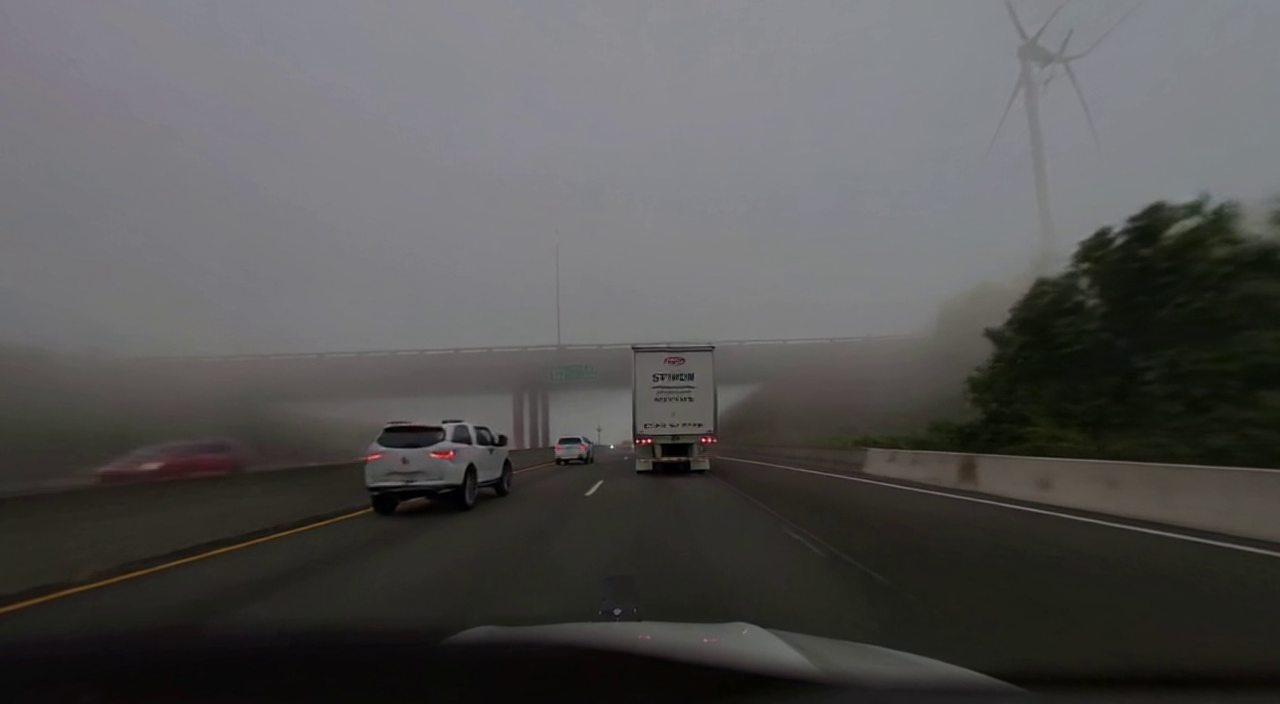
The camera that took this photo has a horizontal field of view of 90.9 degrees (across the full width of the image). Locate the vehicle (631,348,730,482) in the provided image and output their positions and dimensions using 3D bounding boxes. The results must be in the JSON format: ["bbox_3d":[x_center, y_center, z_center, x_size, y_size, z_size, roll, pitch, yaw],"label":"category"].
[{"bbox_3d":[1.313,2.702,25.149,2.906,3.990,12.551,0,-8,1],"label":"vehicle"}]

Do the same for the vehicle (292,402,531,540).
[{"bbox_3d":[-3.439,1.888,10.719,2.283,1.814,4.568,0,-8,1],"label":"vehicle"}]

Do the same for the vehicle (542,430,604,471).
[{"bbox_3d":[-2.915,4.395,28.587,2.167,1.686,4.946,0,-8,2],"label":"vehicle"}]
